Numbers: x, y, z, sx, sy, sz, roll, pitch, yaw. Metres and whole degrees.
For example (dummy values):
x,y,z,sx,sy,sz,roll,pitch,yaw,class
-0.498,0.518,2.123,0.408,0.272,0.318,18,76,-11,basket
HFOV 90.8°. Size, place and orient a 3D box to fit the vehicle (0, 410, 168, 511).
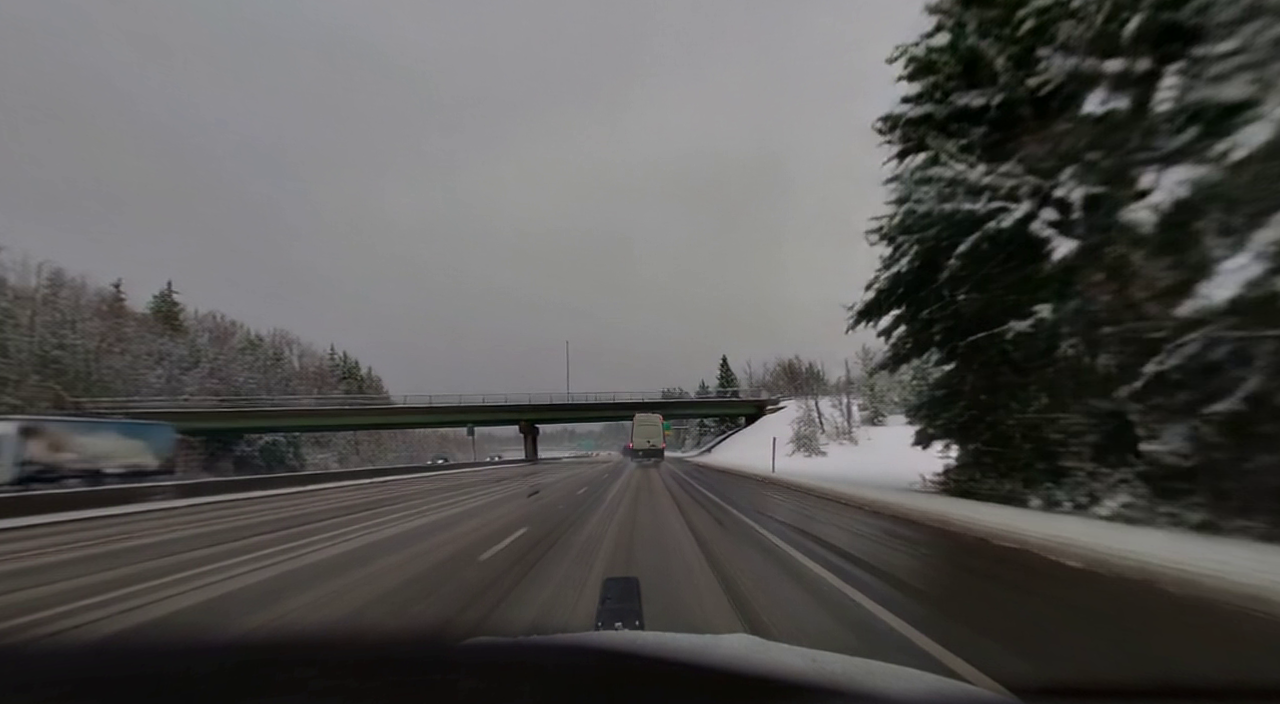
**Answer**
x,y,z,sx,sy,sz,roll,pitch,yaw,class
-24.665,4.479,26.265,2.844,3.634,9.043,0,-9,1,vehicle
